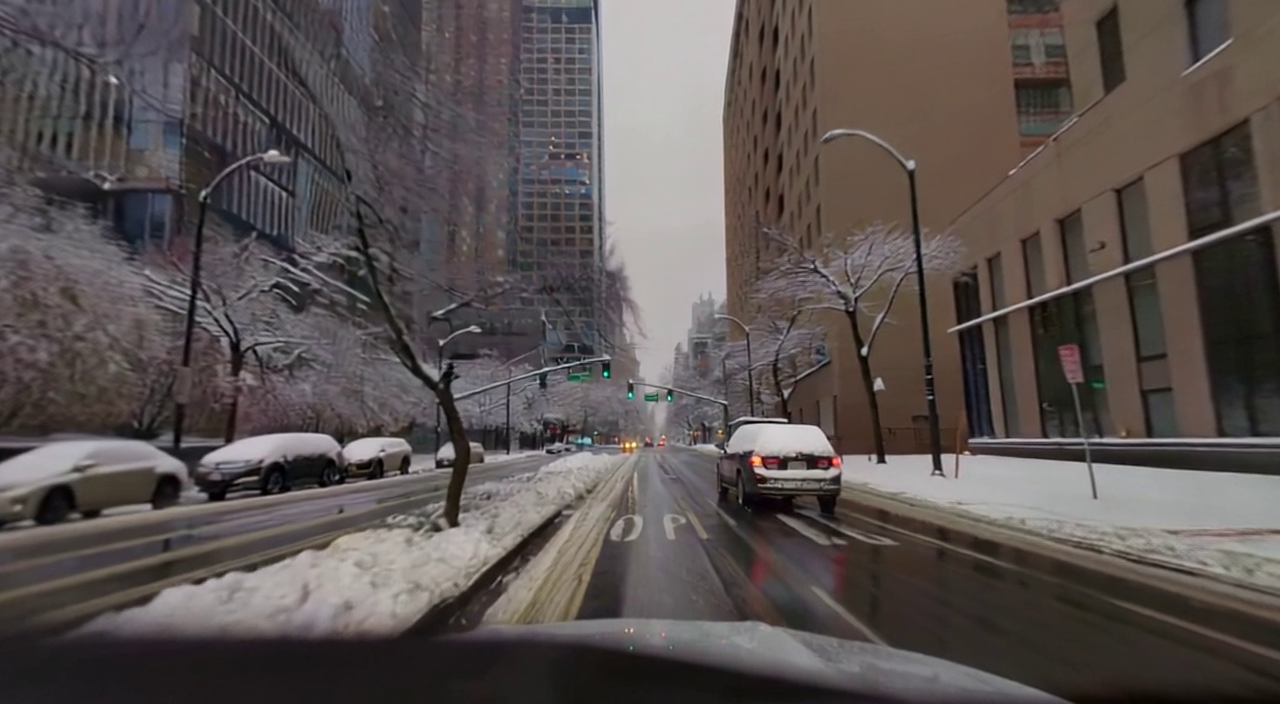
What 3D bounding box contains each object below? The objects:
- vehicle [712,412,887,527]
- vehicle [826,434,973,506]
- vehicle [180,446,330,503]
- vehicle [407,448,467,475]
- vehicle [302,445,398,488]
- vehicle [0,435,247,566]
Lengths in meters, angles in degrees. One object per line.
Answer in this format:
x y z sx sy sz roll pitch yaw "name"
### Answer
2.894 2.298 12.968 2.118 1.848 5.426 0 -8 -1 "vehicle"
6.504 2.986 16.422 1.962 1.617 4.325 0 -8 0 "vehicle"
-12.505 3.947 20.923 1.951 1.632 4.719 0 -8 1 "vehicle"
-12.128 6.561 37.965 1.832 1.467 4.854 0 -8 2 "vehicle"
-12.159 4.798 26.809 1.937 1.642 4.591 0 -8 -1 "vehicle"
-8.875 2.237 10.471 1.750 1.607 4.241 0 -6 3 "vehicle"
